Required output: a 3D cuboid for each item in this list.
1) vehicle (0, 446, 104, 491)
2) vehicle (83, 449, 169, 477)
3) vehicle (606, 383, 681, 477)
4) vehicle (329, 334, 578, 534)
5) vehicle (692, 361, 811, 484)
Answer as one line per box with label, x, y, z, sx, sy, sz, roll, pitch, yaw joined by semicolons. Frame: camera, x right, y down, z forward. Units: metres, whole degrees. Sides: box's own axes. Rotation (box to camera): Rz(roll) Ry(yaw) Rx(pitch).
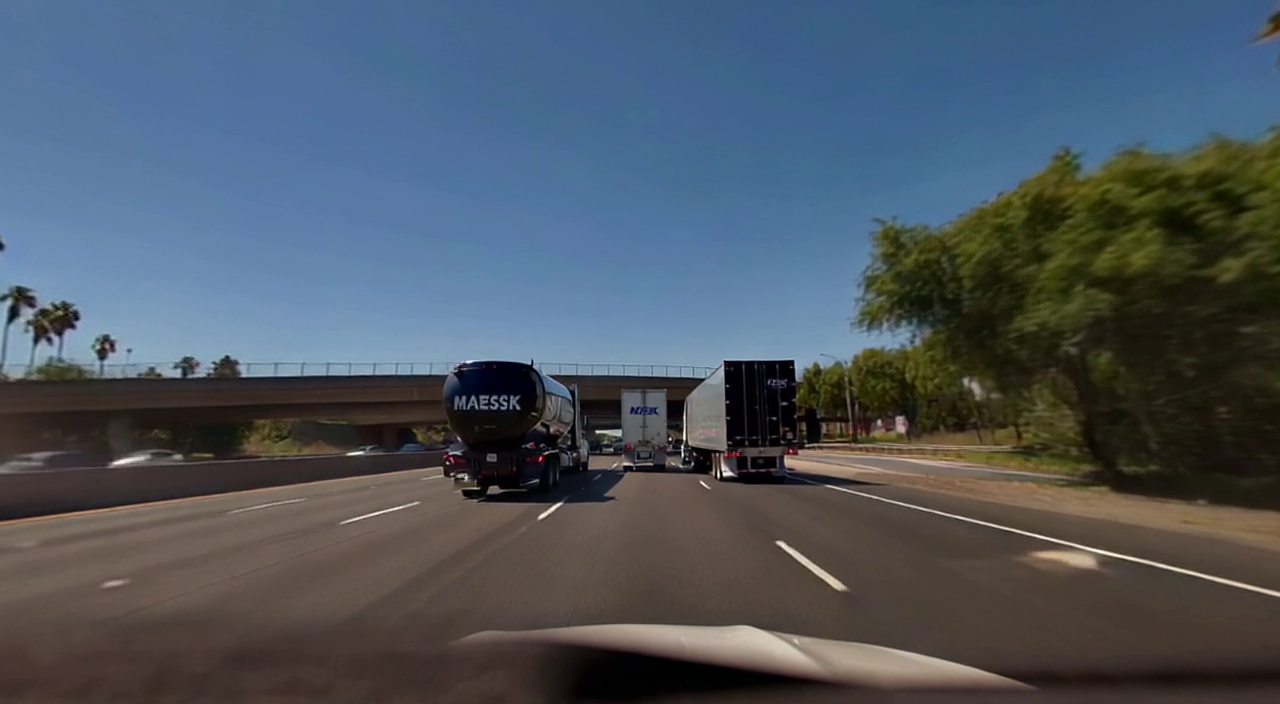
vehicle;-20.537;3.936;21.584;1.460;1.357;3.230;-1;-8;1
vehicle;-31.512;6.775;38.820;1.956;1.542;3.837;-1;-8;1
vehicle;0.288;4.564;35.311;3.097;3.856;18.209;-1;-8;1
vehicle;-3.543;2.099;15.786;2.786;3.228;11.082;0;-8;0
vehicle;4.369;3.428;28.761;2.887;4.178;14.553;0;-8;1
